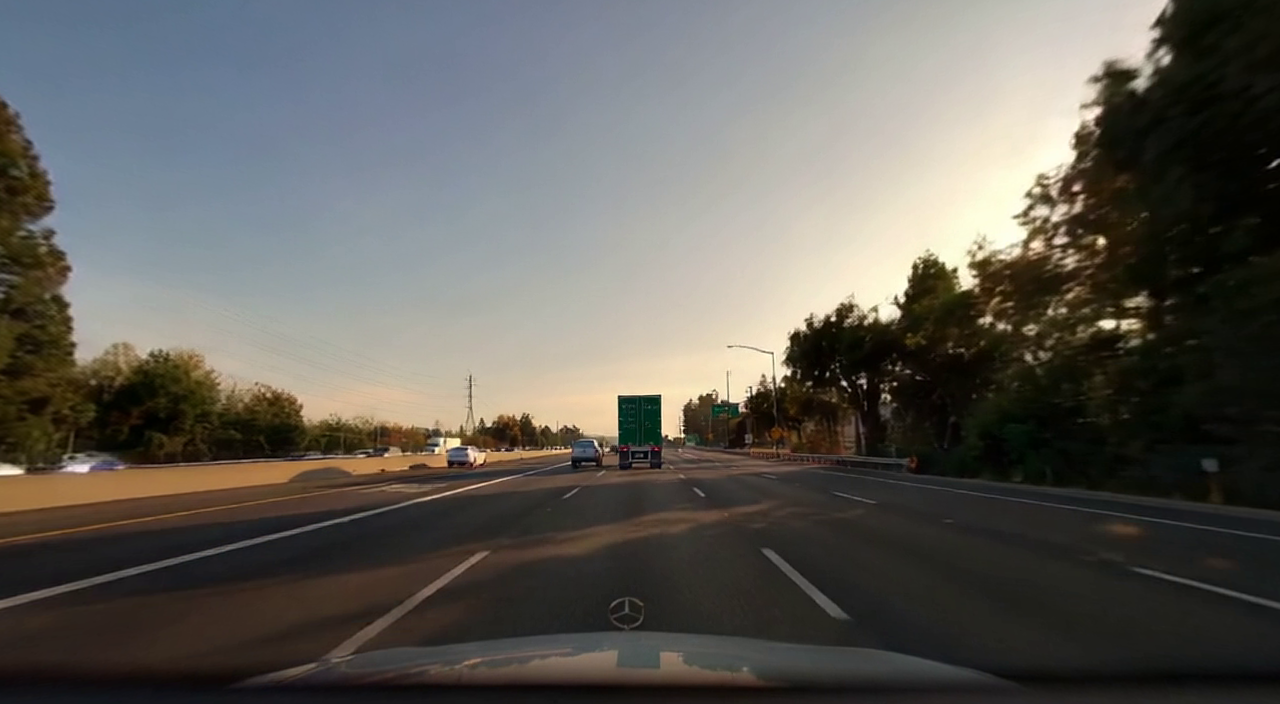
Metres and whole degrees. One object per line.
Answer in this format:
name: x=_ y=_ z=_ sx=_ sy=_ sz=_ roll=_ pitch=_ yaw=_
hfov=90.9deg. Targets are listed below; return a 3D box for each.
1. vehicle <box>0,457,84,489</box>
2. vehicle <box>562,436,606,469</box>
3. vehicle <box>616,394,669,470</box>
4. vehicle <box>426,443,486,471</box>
vehicle: x=-31.687 y=6.147 z=32.305 sx=2.124 sy=1.463 sz=4.754 roll=0 pitch=-8 yaw=-1
vehicle: x=-3.422 y=6.268 z=39.727 sx=2.293 sy=1.923 sz=5.141 roll=0 pitch=-8 yaw=0
vehicle: x=0.193 y=5.297 z=40.856 sx=2.879 sy=4.085 sz=13.125 roll=0 pitch=-8 yaw=0
vehicle: x=-10.632 y=6.085 z=36.900 sx=2.012 sy=1.509 sz=4.789 roll=0 pitch=-8 yaw=1
